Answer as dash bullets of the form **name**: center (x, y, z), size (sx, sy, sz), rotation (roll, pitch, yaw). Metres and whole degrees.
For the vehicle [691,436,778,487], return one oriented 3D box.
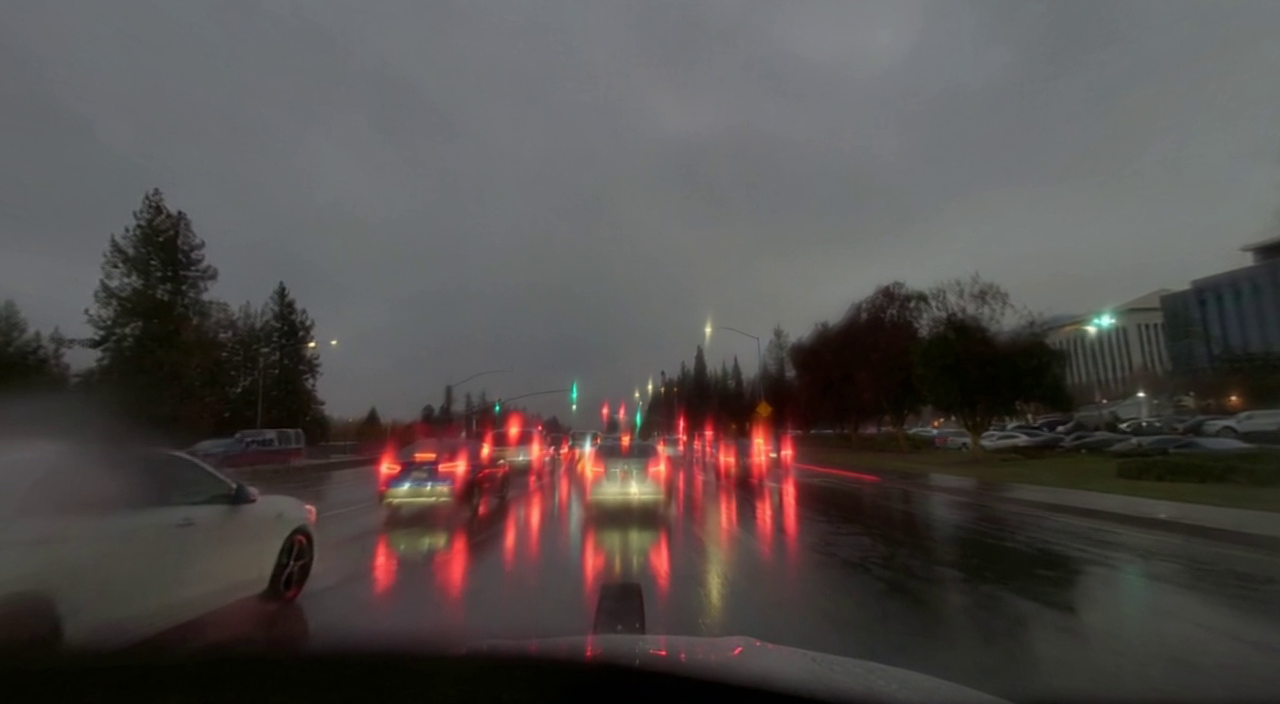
- **vehicle**: center (2.909, 3.499, 20.512), size (1.978, 1.452, 4.381), rotation (1, -8, -3)

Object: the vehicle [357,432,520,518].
- **vehicle**: center (-3.865, 2.429, 13.005), size (1.985, 1.467, 4.224), rotation (0, -8, 0)

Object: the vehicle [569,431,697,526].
- **vehicle**: center (-0.158, 2.290, 12.027), size (2.007, 1.467, 4.059), rotation (0, -8, -1)

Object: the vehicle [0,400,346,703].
- **vehicle**: center (-3.714, 1.075, 3.541), size (2.052, 1.475, 4.341), rotation (0, -8, 0)

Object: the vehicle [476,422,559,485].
- **vehicle**: center (-3.997, 3.401, 21.451), size (2.054, 1.881, 4.469), rotation (0, -8, -2)
